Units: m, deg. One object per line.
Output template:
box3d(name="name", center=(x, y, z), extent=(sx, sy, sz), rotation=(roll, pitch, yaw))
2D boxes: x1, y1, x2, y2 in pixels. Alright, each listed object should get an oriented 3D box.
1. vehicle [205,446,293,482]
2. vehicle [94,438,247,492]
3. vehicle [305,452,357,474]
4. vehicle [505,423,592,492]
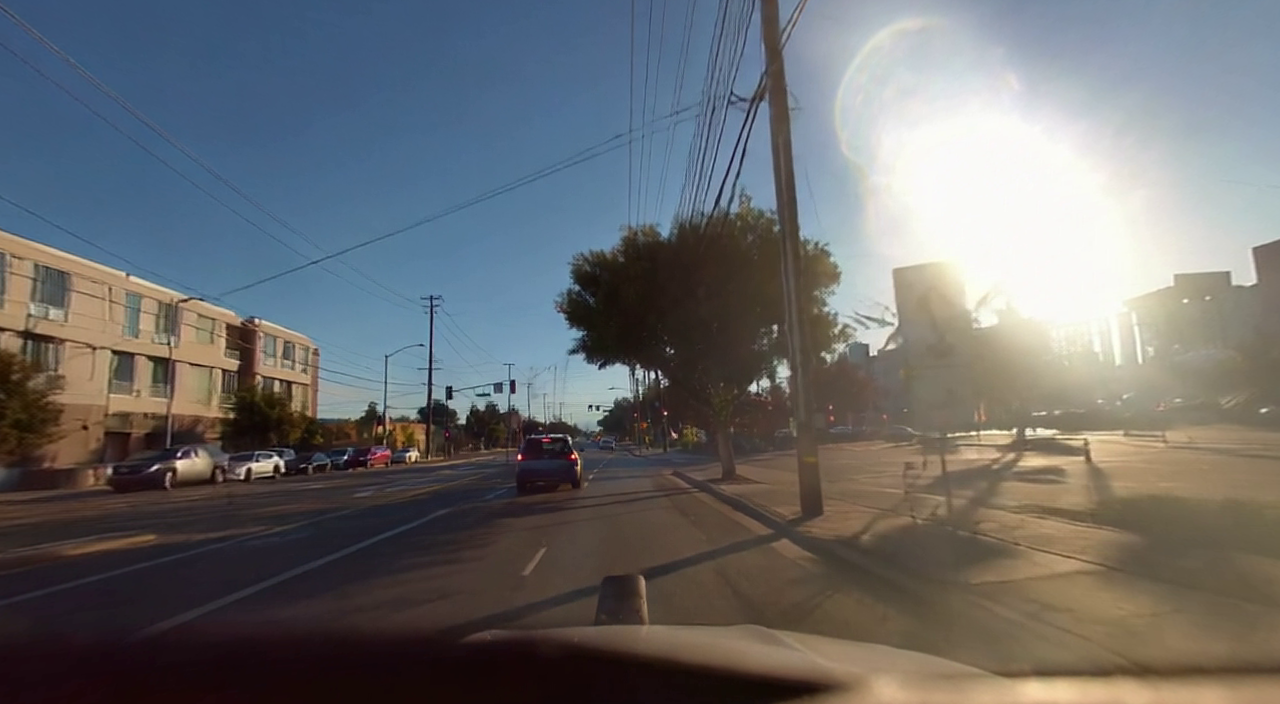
box3d(name="vehicle", center=(-21.500, 6.138, 35.031), extent=(2.015, 1.815, 4.856), rotation=(0, -8, -4))
box3d(name="vehicle", center=(-21.352, 5.129, 29.281), extent=(2.369, 2.159, 6.388), rotation=(0, -8, -2))
box3d(name="vehicle", center=(-22.209, 7.961, 45.620), extent=(1.790, 1.415, 4.450), rotation=(0, -8, -4))
box3d(name="vehicle", center=(-2.522, 3.033, 18.399), extent=(2.022, 1.757, 4.041), rotation=(0, -8, -2))
